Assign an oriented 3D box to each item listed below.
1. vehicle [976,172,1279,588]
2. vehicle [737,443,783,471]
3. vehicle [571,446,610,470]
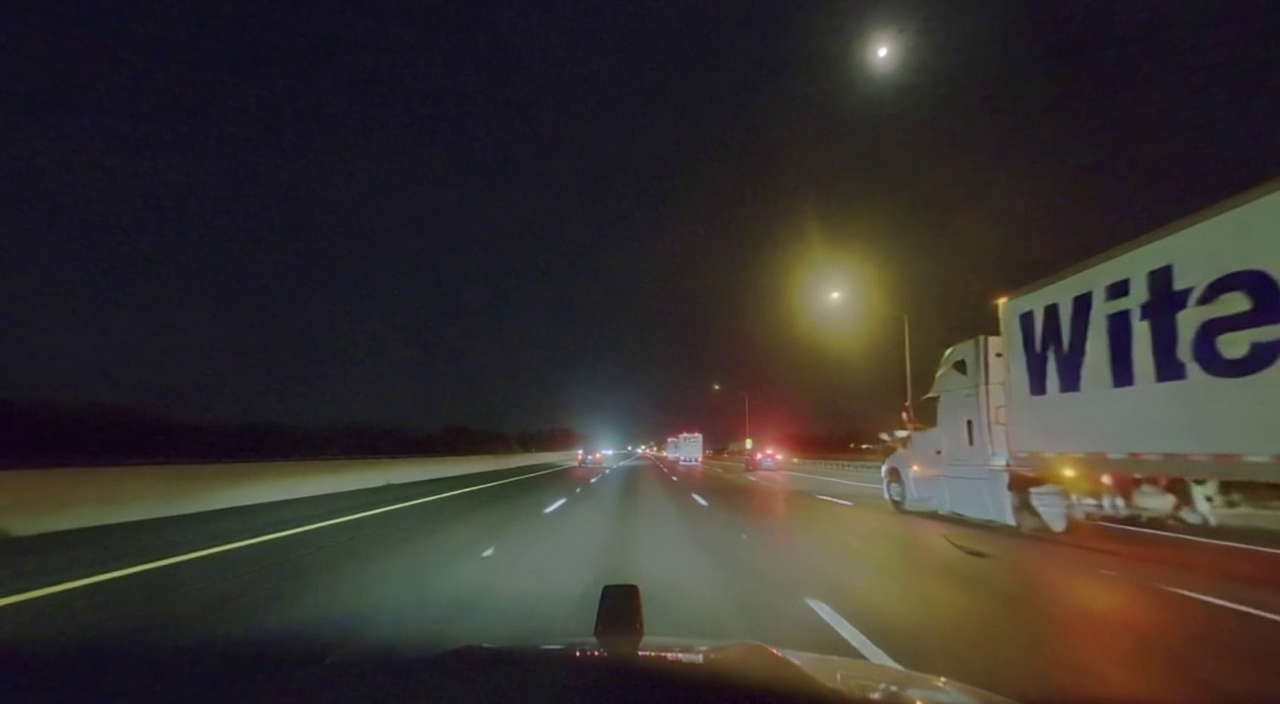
[{"bbox_3d":[7.897,-0.057,4.126,2.912,4.143,15.538,0,-9,0],"label":"vehicle"},{"bbox_3d":[7.814,6.879,41.421,2.188,1.727,4.381,0,-9,1],"label":"vehicle"},{"bbox_3d":[-3.329,7.231,43.142,2.164,1.507,4.748,0,-9,2],"label":"vehicle"}]
